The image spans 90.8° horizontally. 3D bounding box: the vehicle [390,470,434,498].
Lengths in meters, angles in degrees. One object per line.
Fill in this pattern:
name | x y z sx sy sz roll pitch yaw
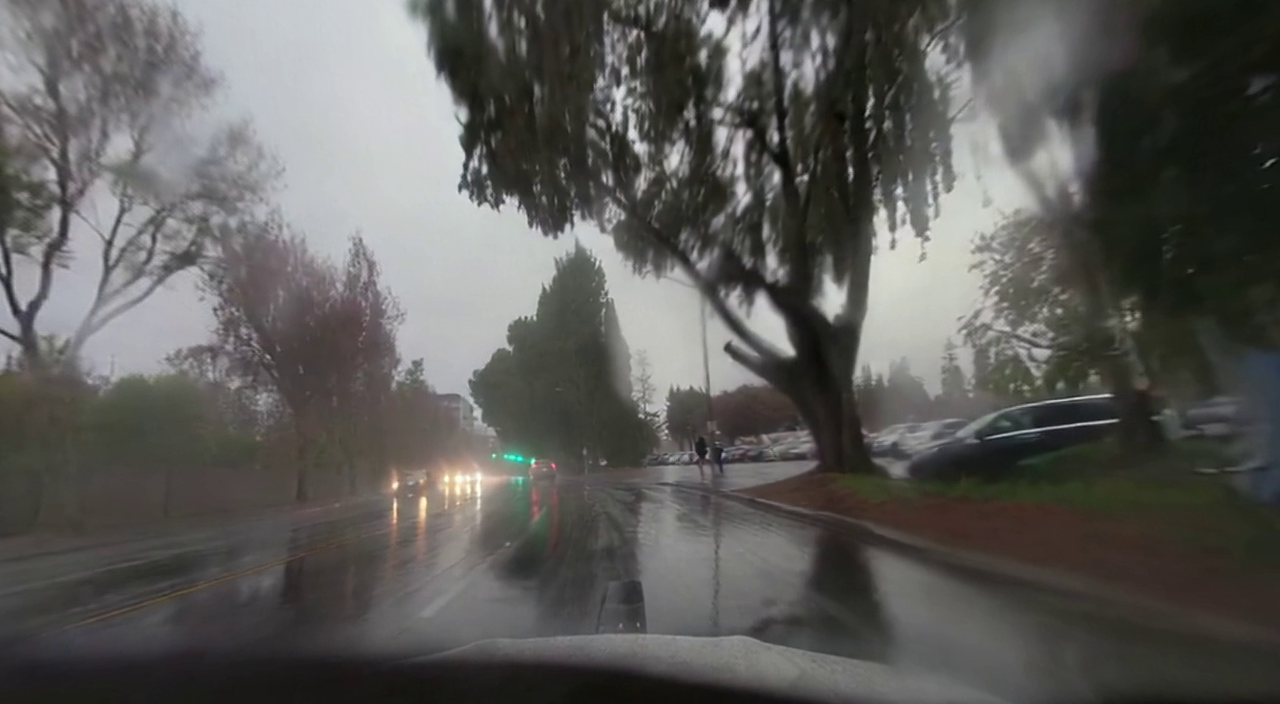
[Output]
vehicle | -16.544 9.600 46.072 2.150 1.754 4.667 1 -9 -9
